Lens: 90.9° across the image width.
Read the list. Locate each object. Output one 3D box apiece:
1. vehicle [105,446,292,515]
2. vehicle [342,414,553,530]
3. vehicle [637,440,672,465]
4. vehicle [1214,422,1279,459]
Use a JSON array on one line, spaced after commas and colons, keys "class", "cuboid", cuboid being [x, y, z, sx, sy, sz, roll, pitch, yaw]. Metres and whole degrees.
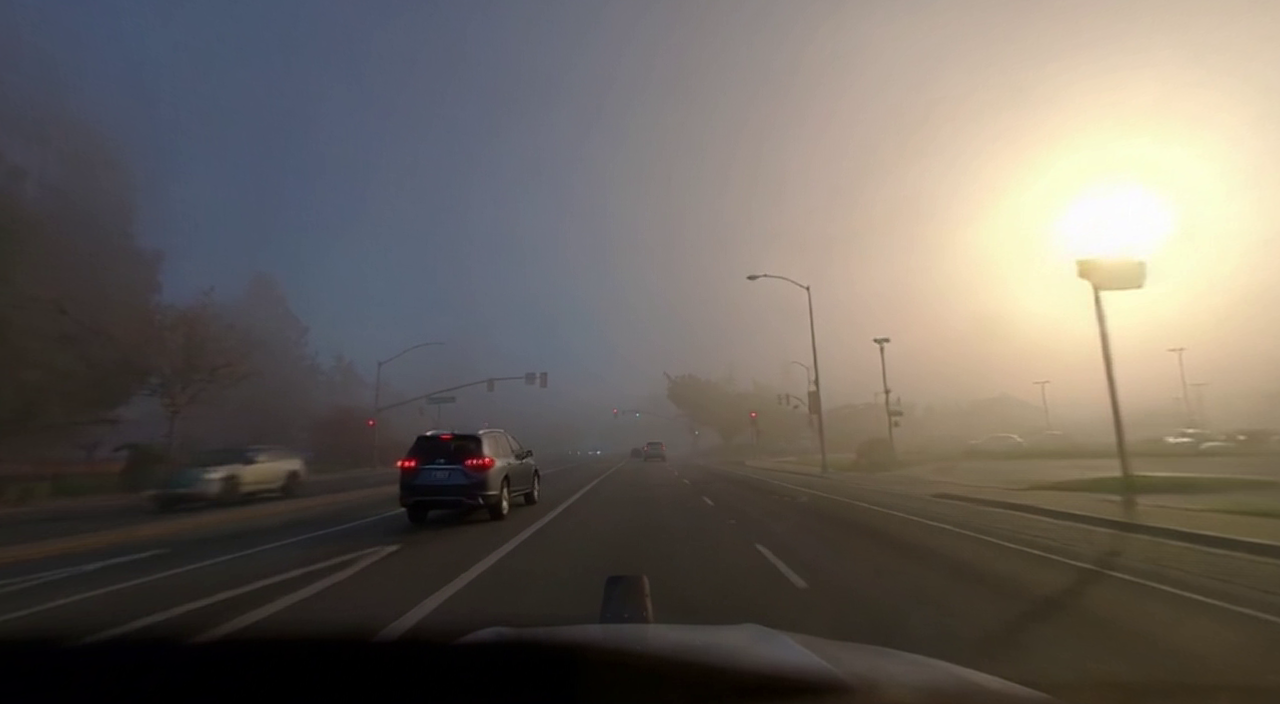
[{"class": "vehicle", "cuboid": [-11.829, 3.414, 17.358, 1.914, 1.632, 4.377, 0, -9, 0]}, {"class": "vehicle", "cuboid": [-3.425, 2.313, 12.733, 2.459, 1.825, 5.380, 0, -9, 1]}, {"class": "vehicle", "cuboid": [1.032, 7.629, 48.007, 2.437, 1.737, 4.420, 0, -9, -2]}, {"class": "vehicle", "cuboid": [33.005, 4.545, 32.577, 2.003, 1.734, 4.821, -4, -8, 0]}]
